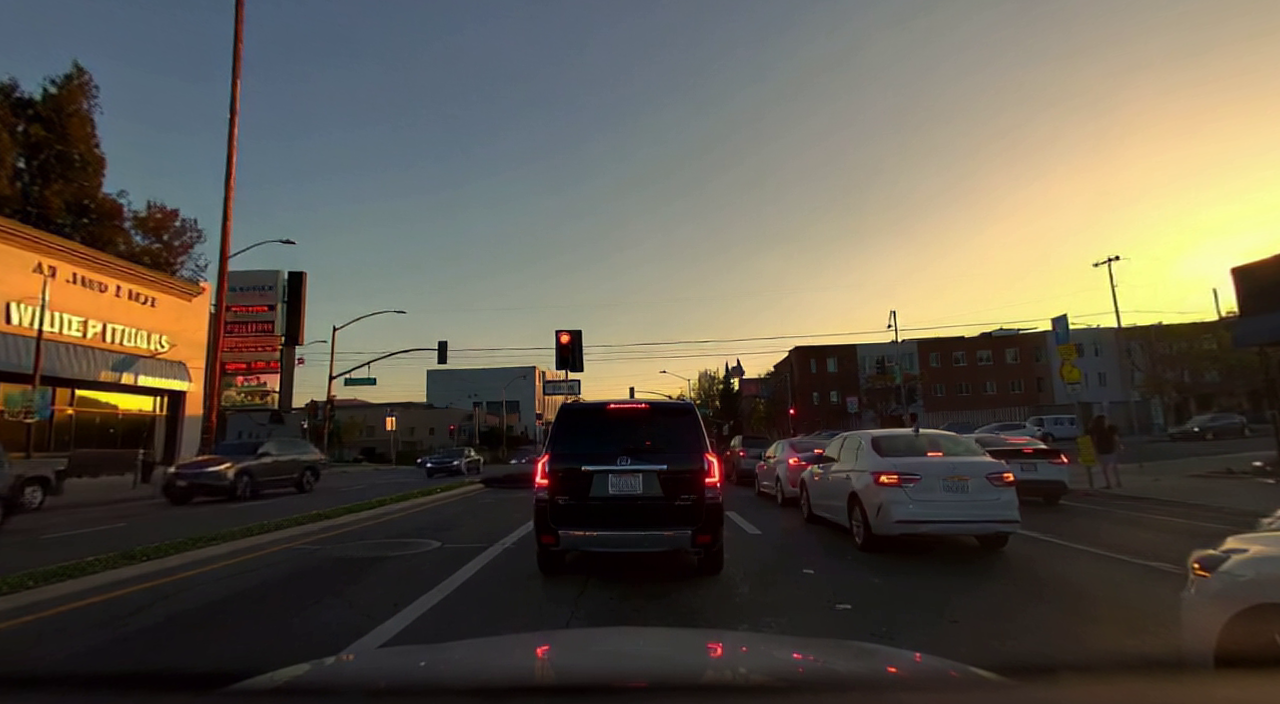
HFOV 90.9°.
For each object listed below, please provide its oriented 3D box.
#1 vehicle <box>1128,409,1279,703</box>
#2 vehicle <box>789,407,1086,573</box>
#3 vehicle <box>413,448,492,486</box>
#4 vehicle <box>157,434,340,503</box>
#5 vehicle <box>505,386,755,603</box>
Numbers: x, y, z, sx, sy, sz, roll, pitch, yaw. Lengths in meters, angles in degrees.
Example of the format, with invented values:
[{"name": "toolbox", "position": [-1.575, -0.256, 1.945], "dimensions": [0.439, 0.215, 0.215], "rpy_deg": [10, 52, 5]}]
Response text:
[{"name": "vehicle", "position": [3.367, 0.732, 0.816], "dimensions": [1.884, 1.484, 4.609], "rpy_deg": [0, -8, 2]}, {"name": "vehicle", "position": [3.624, 1.760, 8.807], "dimensions": [2.036, 1.719, 4.318], "rpy_deg": [0, -8, 0]}, {"name": "vehicle", "position": [-7.992, 4.898, 27.279], "dimensions": [1.930, 1.484, 4.252], "rpy_deg": [0, -8, 3]}, {"name": "vehicle", "position": [-11.804, 3.530, 19.648], "dimensions": [2.224, 1.840, 5.290], "rpy_deg": [0, -8, 1]}, {"name": "vehicle", "position": [-0.004, 1.541, 7.679], "dimensions": [2.154, 1.861, 4.280], "rpy_deg": [0, -8, 2]}]
